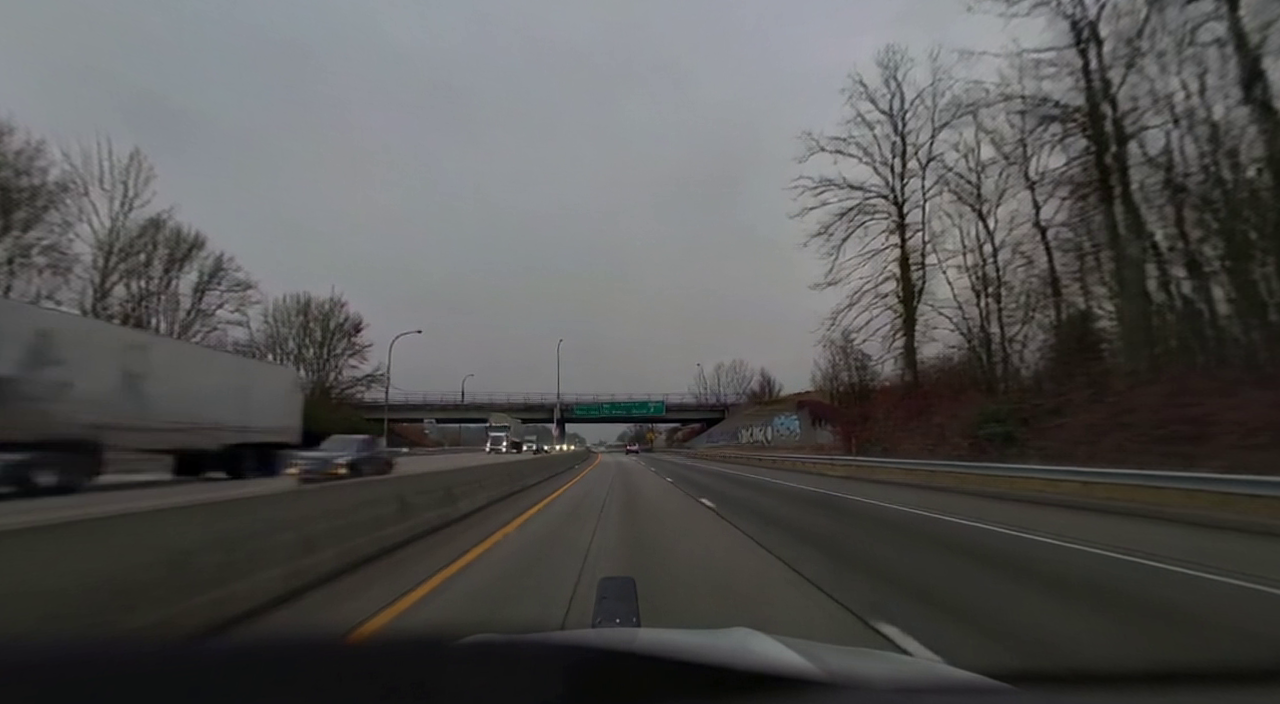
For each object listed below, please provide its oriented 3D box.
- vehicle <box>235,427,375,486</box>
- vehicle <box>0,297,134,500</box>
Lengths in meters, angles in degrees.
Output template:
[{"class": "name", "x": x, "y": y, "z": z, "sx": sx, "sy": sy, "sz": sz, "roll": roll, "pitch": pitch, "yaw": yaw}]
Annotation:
[{"class": "vehicle", "x": -9.527, "y": 3.016, "z": 18.264, "sx": 1.879, "sy": 1.505, "sz": 4.047, "roll": 0, "pitch": -9, "yaw": -1}, {"class": "vehicle", "x": -13.711, "y": 0.903, "z": 11.982, "sx": 2.987, "sy": 3.824, "sz": 5.991, "roll": 0, "pitch": -9, "yaw": -2}]
